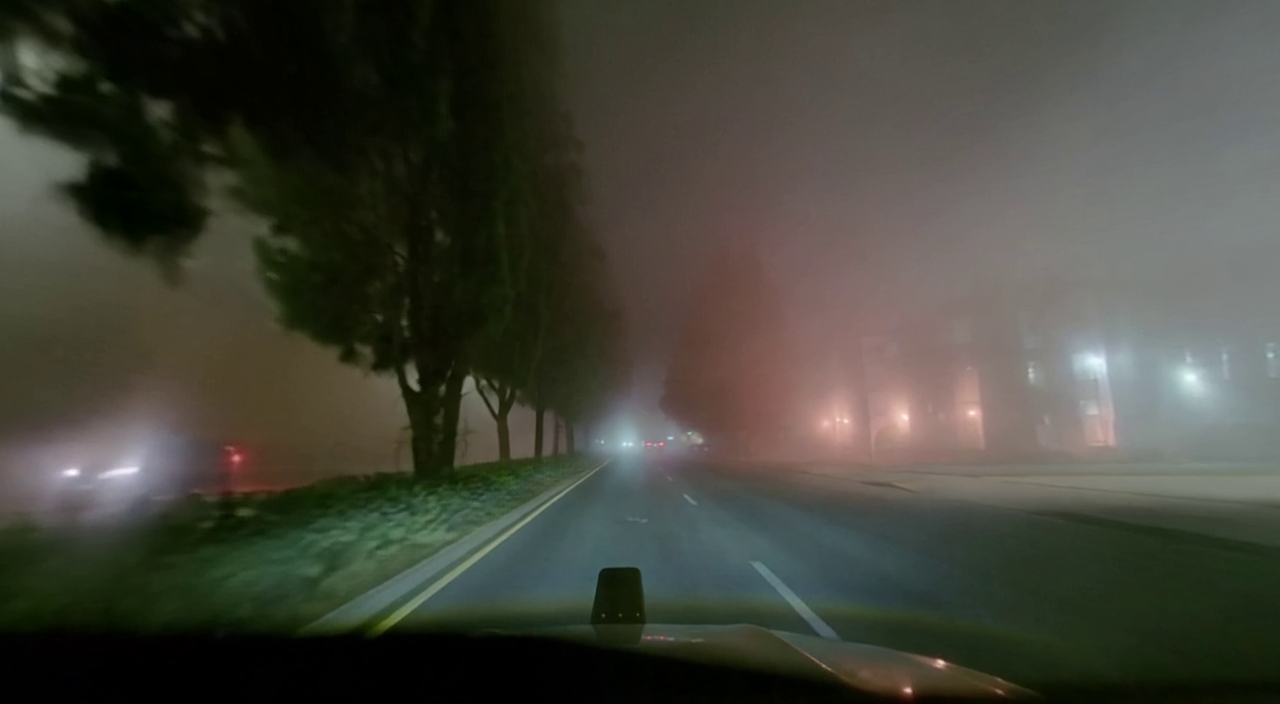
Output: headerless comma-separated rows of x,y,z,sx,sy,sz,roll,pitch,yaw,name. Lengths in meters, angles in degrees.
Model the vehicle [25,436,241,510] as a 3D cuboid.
-15.217,3.619,19.564,2.141,1.942,5.474,0,-8,0,vehicle
